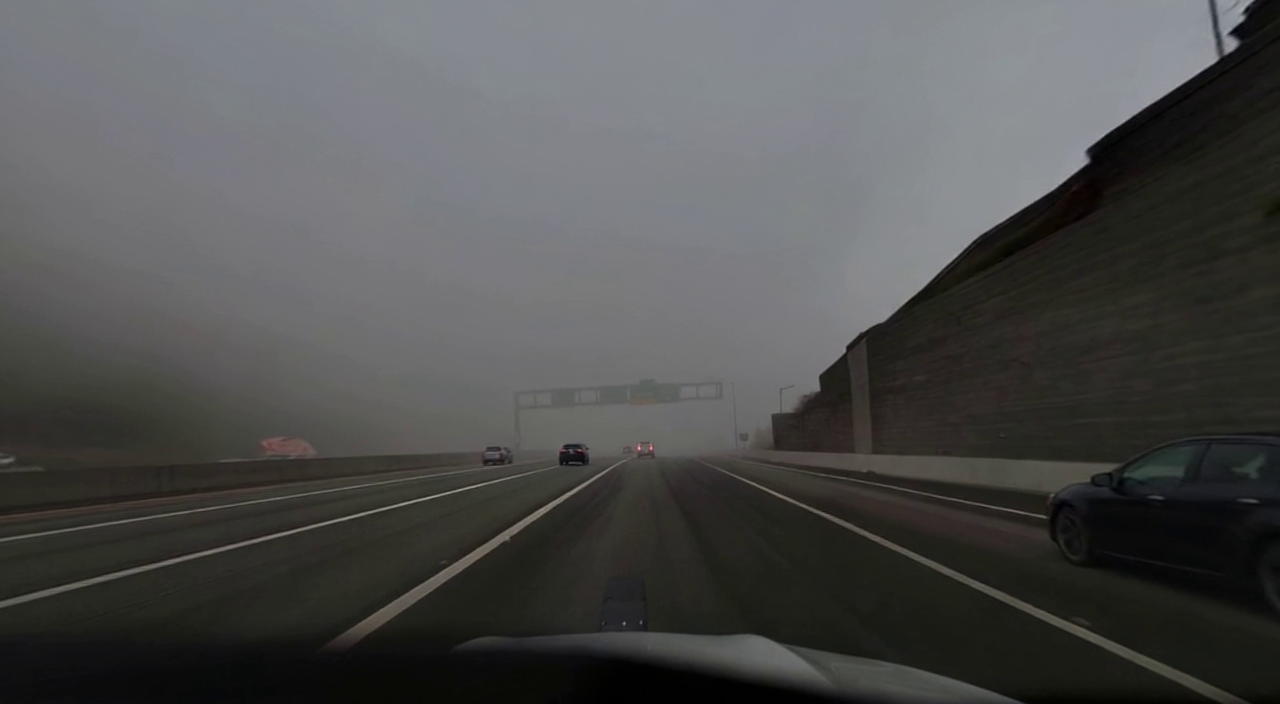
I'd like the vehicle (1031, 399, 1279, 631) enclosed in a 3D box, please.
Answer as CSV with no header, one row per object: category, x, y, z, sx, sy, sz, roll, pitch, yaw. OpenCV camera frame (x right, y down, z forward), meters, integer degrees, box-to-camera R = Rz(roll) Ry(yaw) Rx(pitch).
vehicle,5.680,1.266,5.206,2.122,1.646,4.491,-1,-8,2

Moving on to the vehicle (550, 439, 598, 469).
vehicle,-4.262,6.649,41.523,2.172,1.824,5.031,-1,-8,5

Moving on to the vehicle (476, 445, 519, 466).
vehicle,-10.661,7.744,47.480,2.015,1.506,4.386,-1,-8,2
